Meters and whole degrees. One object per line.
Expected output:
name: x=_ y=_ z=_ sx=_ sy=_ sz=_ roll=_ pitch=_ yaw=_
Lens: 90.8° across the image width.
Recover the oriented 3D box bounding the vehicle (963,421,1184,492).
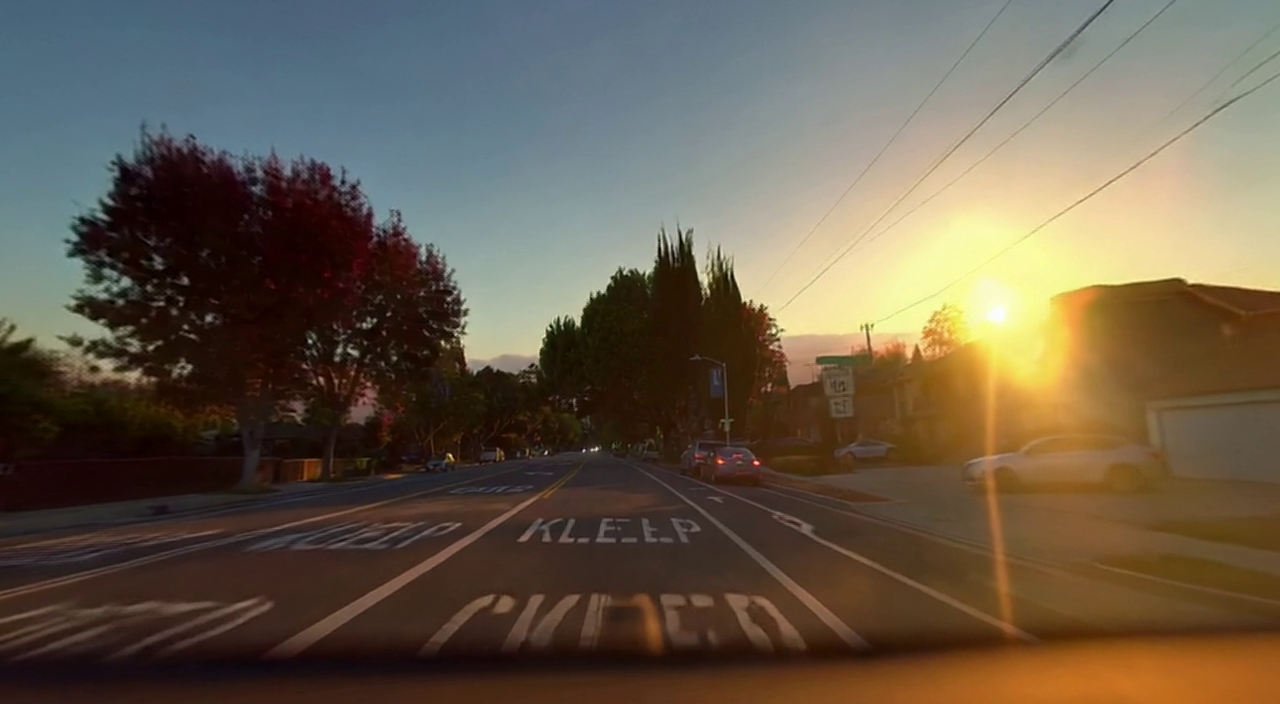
vehicle: x=11.282 y=2.736 z=16.729 sx=4.492 sy=1.619 sz=1.849 roll=-6 pitch=-11 yaw=36

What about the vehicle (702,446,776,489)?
vehicle: x=3.673 y=4.383 z=24.283 sx=1.919 sy=1.474 sz=4.370 roll=1 pitch=-9 yaw=-3

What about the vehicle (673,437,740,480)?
vehicle: x=3.095 y=5.159 z=30.917 sx=2.293 sy=1.858 sz=5.868 roll=1 pitch=-9 yaw=-3
